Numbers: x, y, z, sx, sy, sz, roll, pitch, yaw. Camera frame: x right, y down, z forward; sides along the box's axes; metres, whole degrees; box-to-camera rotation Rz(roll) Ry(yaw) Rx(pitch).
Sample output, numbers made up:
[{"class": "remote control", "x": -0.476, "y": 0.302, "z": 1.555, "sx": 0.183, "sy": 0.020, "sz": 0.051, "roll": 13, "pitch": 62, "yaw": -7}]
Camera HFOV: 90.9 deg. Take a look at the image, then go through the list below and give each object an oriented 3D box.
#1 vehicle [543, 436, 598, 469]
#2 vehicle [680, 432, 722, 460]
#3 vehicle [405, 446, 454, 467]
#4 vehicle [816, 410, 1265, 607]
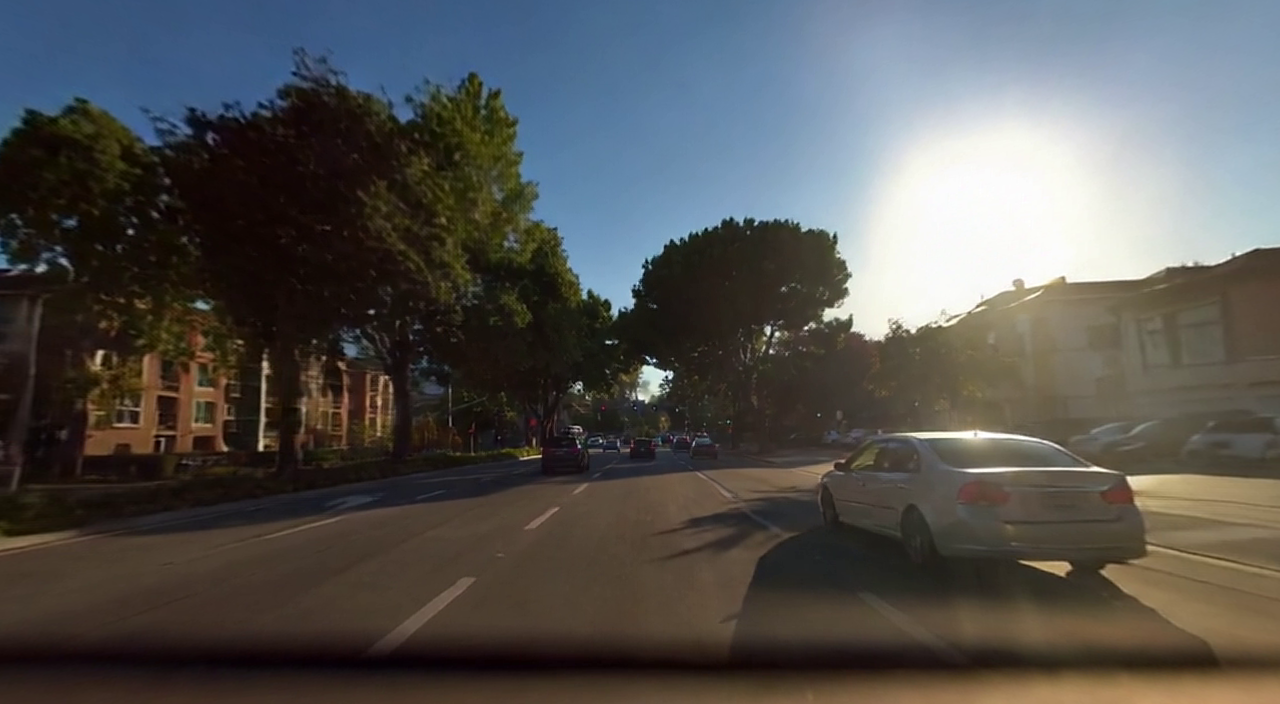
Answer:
[{"class": "vehicle", "x": -3.326, "y": 4.911, "z": 31.053, "sx": 2.049, "sy": 1.485, "sz": 4.656, "roll": 0, "pitch": -9, "yaw": 1}, {"class": "vehicle", "x": 3.787, "y": 5.961, "z": 39.795, "sx": 2.137, "sy": 1.646, "sz": 4.488, "roll": 0, "pitch": -9, "yaw": -1}, {"class": "vehicle", "x": -15.299, "y": 7.605, "z": 46.113, "sx": 1.901, "sy": 1.438, "sz": 4.557, "roll": 0, "pitch": -9, "yaw": 1}, {"class": "vehicle", "x": 3.725, "y": 1.547, "z": 7.187, "sx": 2.128, "sy": 1.502, "sz": 4.572, "roll": 0, "pitch": -9, "yaw": 0}]
